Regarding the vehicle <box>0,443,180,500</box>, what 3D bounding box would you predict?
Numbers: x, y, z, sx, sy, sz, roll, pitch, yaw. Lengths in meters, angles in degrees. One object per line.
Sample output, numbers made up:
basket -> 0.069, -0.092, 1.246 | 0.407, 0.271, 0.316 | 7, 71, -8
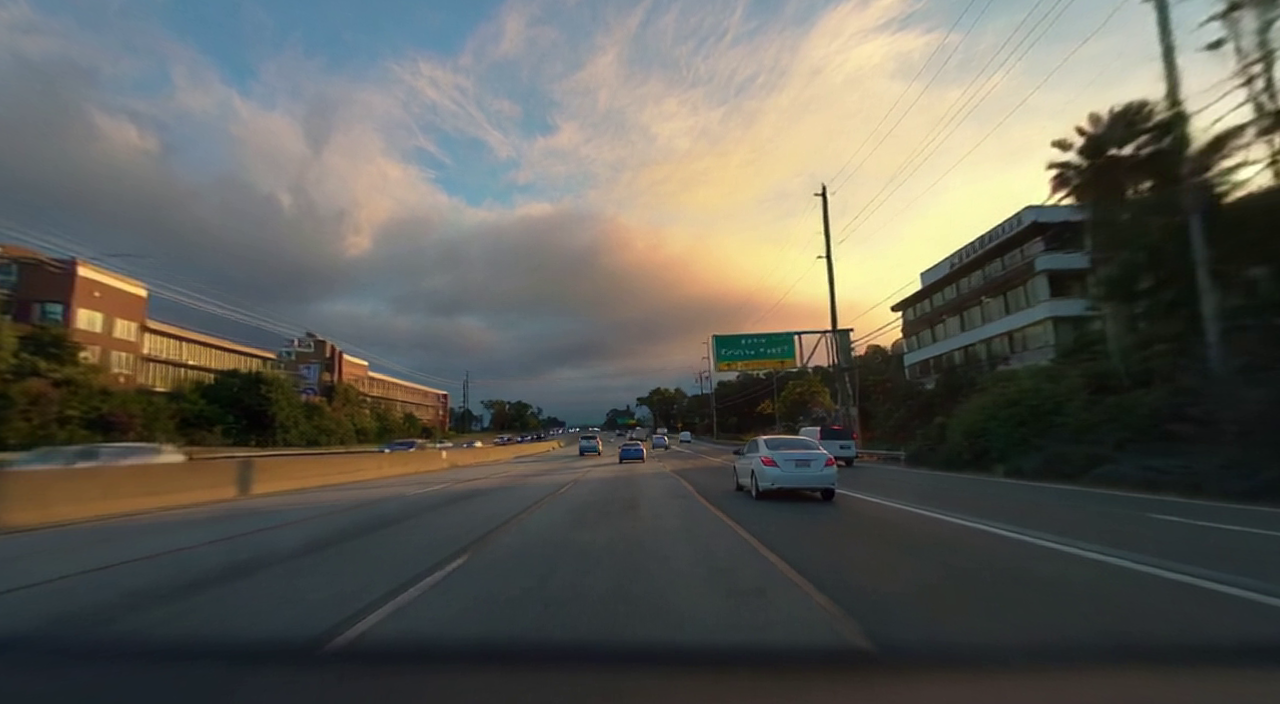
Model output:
vehicle -> -16.753, 3.547, 19.217 | 1.912, 1.492, 4.608 | 0, -8, 0

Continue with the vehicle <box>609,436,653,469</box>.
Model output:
vehicle -> -0.455, 4.849, 30.456 | 2.019, 1.472, 3.971 | 0, -8, -2

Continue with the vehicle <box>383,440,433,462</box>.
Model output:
vehicle -> -16.937, 7.246, 46.188 | 1.890, 1.564, 4.563 | 0, -8, 0

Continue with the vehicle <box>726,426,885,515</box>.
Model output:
vehicle -> 3.209, 2.398, 13.284 | 1.995, 1.533, 4.463 | 0, -8, -2
